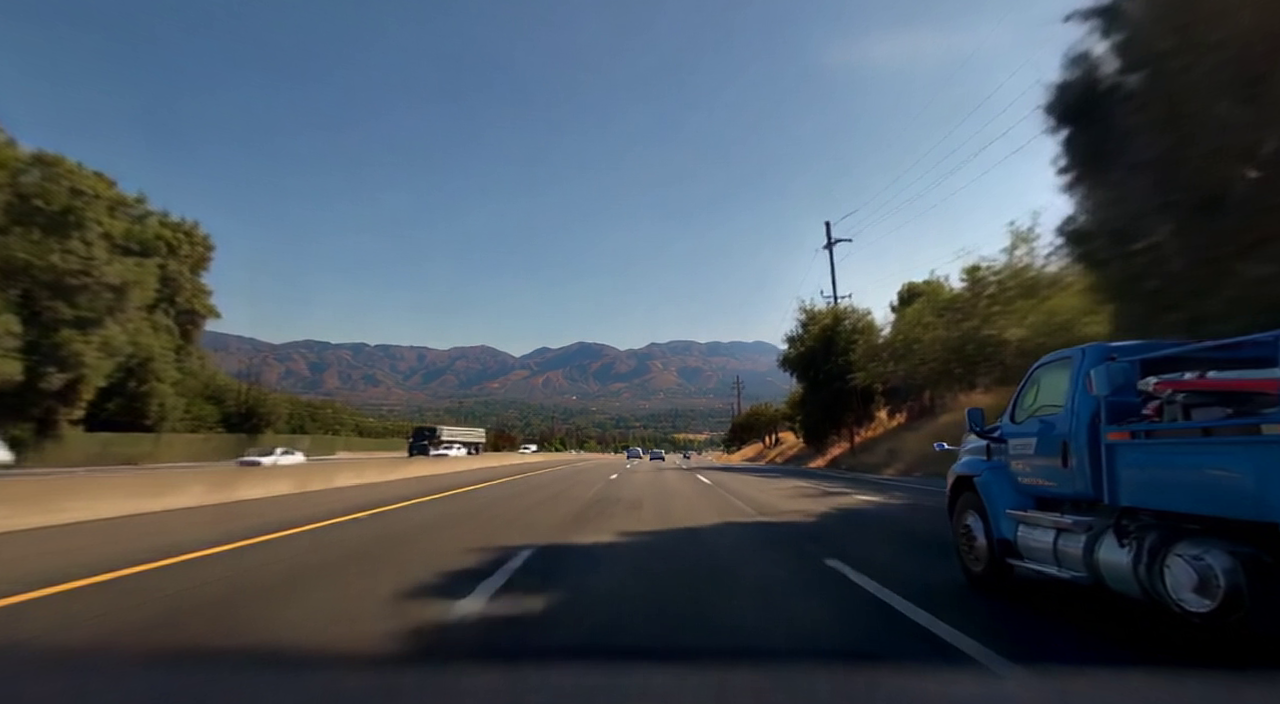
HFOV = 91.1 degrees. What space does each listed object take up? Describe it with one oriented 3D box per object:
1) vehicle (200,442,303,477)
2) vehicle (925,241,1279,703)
[{"bbox_3d":[-18.017,4.988,29.421,1.858,1.470,4.539,0,-8,2],"label":"vehicle"},{"bbox_3d":[3.867,0.643,2.331,2.538,2.228,6.370,0,-8,-1],"label":"vehicle"}]
